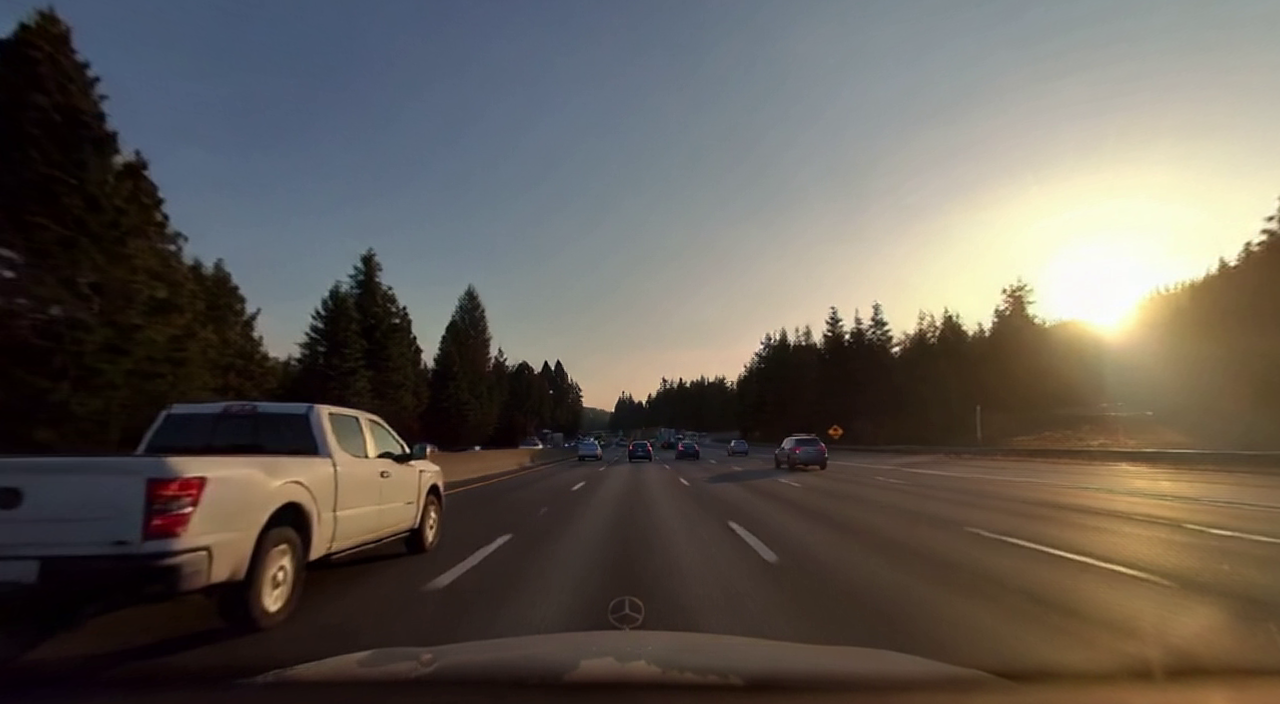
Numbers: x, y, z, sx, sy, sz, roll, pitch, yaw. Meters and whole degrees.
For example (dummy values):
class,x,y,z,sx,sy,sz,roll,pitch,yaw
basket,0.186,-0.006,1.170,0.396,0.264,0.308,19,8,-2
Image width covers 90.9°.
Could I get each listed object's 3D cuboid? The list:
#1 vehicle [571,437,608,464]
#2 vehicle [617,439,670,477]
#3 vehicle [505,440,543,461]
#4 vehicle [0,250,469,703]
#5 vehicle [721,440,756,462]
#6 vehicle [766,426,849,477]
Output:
class,x,y,z,sx,sy,sz,roll,pitch,yaw
vehicle,-3.390,6.719,42.936,2.140,1.720,4.410,0,-9,0
vehicle,0.128,4.471,26.781,2.071,1.464,4.162,0,-9,0
vehicle,-9.092,7.780,49.878,2.089,1.532,4.432,0,-9,1
vehicle,-3.421,1.028,4.794,2.487,1.979,5.742,0,-8,2
vehicle,7.198,7.259,46.434,1.894,1.511,4.148,0,-9,-1
vehicle,6.939,4.198,26.807,2.094,1.916,5.099,0,-9,0
